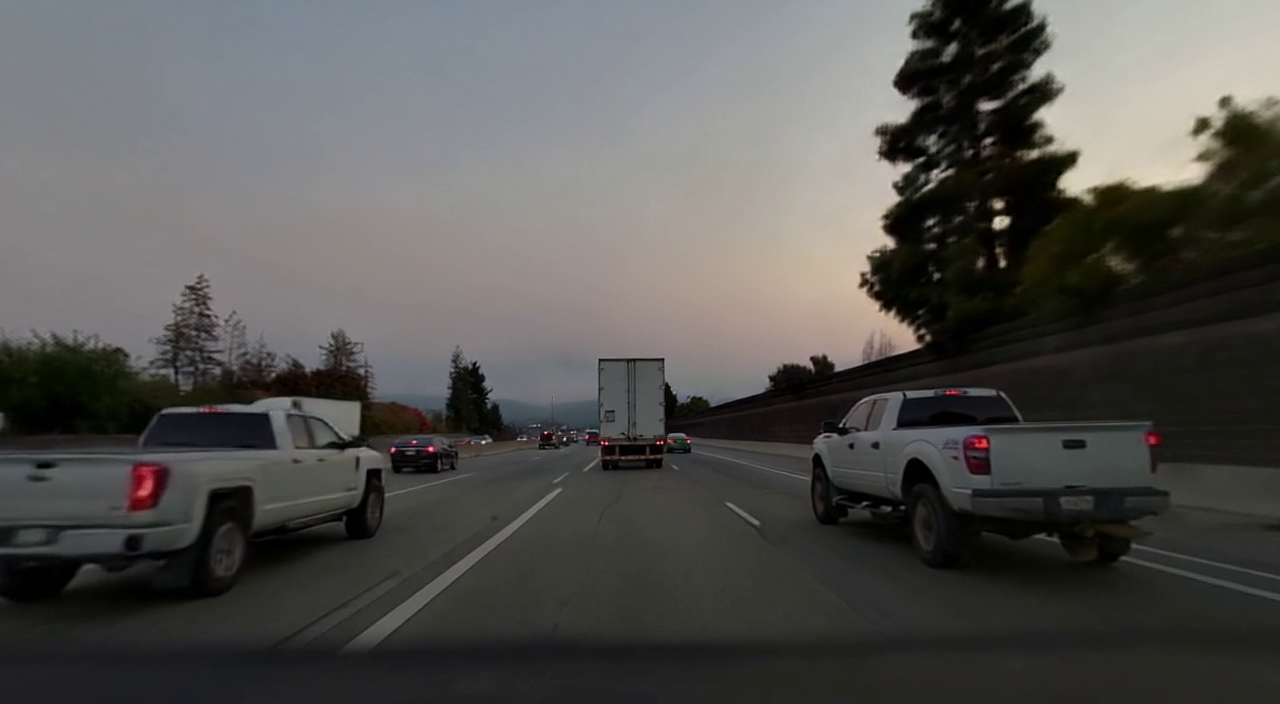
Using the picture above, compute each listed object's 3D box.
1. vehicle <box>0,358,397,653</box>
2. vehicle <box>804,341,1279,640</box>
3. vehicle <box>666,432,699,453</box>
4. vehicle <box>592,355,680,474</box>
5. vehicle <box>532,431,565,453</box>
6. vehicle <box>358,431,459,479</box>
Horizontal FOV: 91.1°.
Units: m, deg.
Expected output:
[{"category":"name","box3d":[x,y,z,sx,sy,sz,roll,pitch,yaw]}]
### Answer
[{"category":"vehicle","box3d":[-4.243,1.201,5.988,2.134,1.752,4.375,0,-8,-1]},{"category":"vehicle","box3d":[3.457,1.167,6.388,2.118,1.832,4.901,0,-8,-2]},{"category":"vehicle","box3d":[3.226,6.919,48.388,2.044,1.508,4.716,0,-8,-2]},{"category":"vehicle","box3d":[-0.452,2.769,26.128,2.904,3.915,10.473,0,-8,-3]},{"category":"vehicle","box3d":[-7.130,7.041,49.225,2.134,1.650,4.133,0,-8,-2]},{"category":"vehicle","box3d":[-7.918,3.526,21.944,2.059,1.500,4.001,0,-8,-1]}]
